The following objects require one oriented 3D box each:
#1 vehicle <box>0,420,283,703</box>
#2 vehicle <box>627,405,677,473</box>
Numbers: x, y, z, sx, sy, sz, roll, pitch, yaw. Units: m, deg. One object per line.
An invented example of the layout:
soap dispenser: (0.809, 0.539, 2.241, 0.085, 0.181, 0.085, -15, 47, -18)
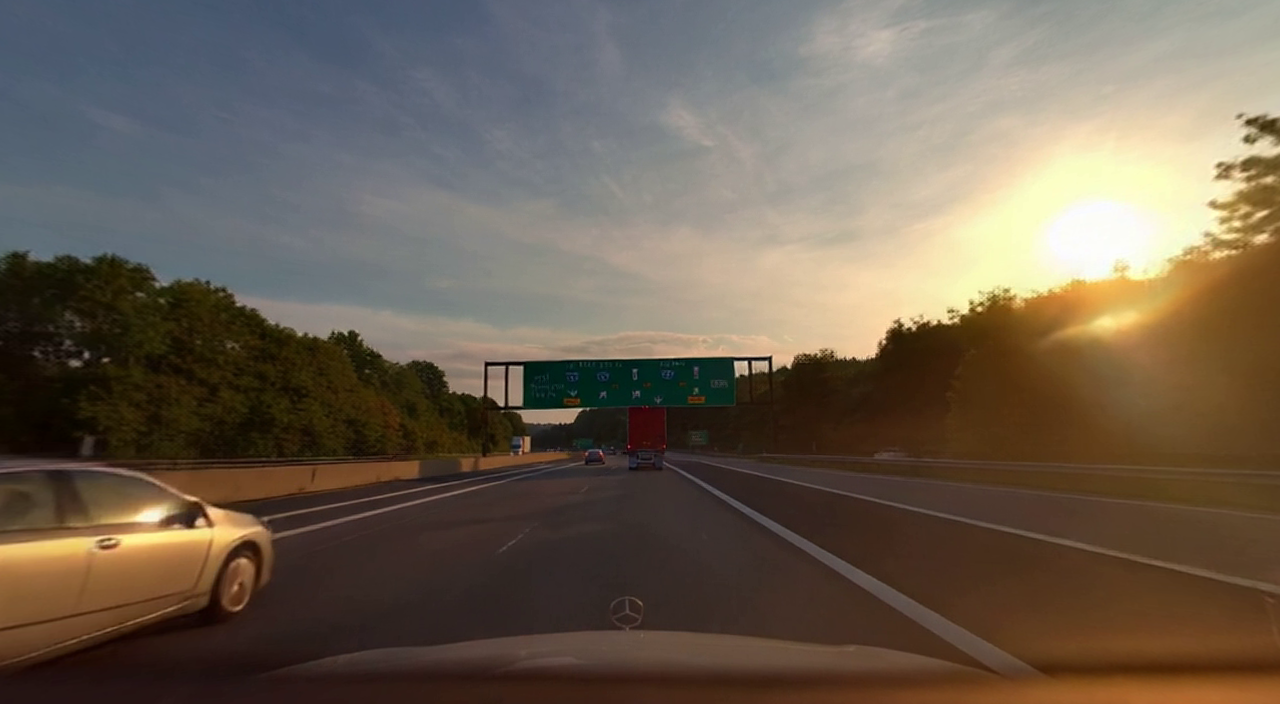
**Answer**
vehicle: (-4.031, 1.073, 3.060, 1.931, 1.466, 4.458, 0, -9, 1)
vehicle: (0.730, 6.032, 43.309, 3.022, 4.072, 10.318, 0, -9, 0)
